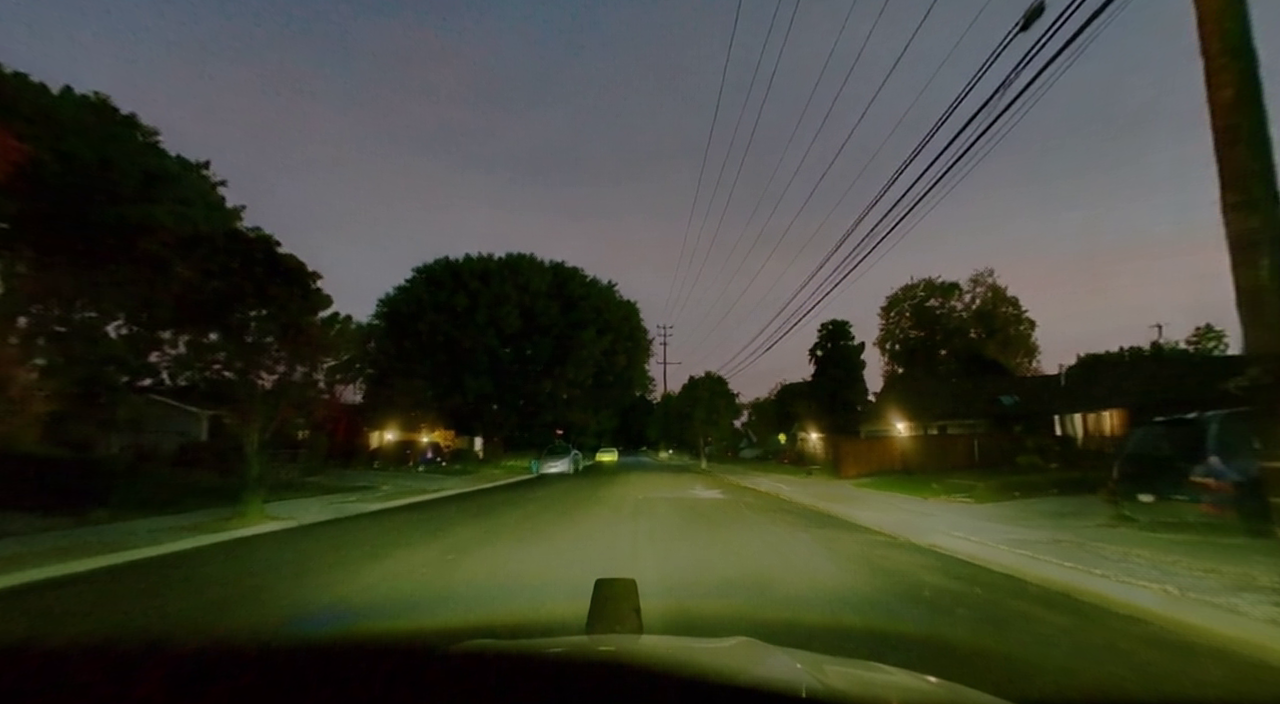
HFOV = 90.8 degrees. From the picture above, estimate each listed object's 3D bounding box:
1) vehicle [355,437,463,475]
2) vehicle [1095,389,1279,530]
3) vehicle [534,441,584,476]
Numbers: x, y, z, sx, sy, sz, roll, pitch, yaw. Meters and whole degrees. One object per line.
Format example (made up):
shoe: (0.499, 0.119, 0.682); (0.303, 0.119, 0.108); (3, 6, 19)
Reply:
vehicle: (-12.547, 5.698, 34.609); (5.033, 1.997, 2.126); (0, -9, 0)
vehicle: (10.676, 1.591, 9.569); (5.693, 1.886, 2.235); (0, -9, 2)
vehicle: (-5.558, 7.477, 44.358); (2.739, 2.164, 6.065); (-2, -10, -1)
